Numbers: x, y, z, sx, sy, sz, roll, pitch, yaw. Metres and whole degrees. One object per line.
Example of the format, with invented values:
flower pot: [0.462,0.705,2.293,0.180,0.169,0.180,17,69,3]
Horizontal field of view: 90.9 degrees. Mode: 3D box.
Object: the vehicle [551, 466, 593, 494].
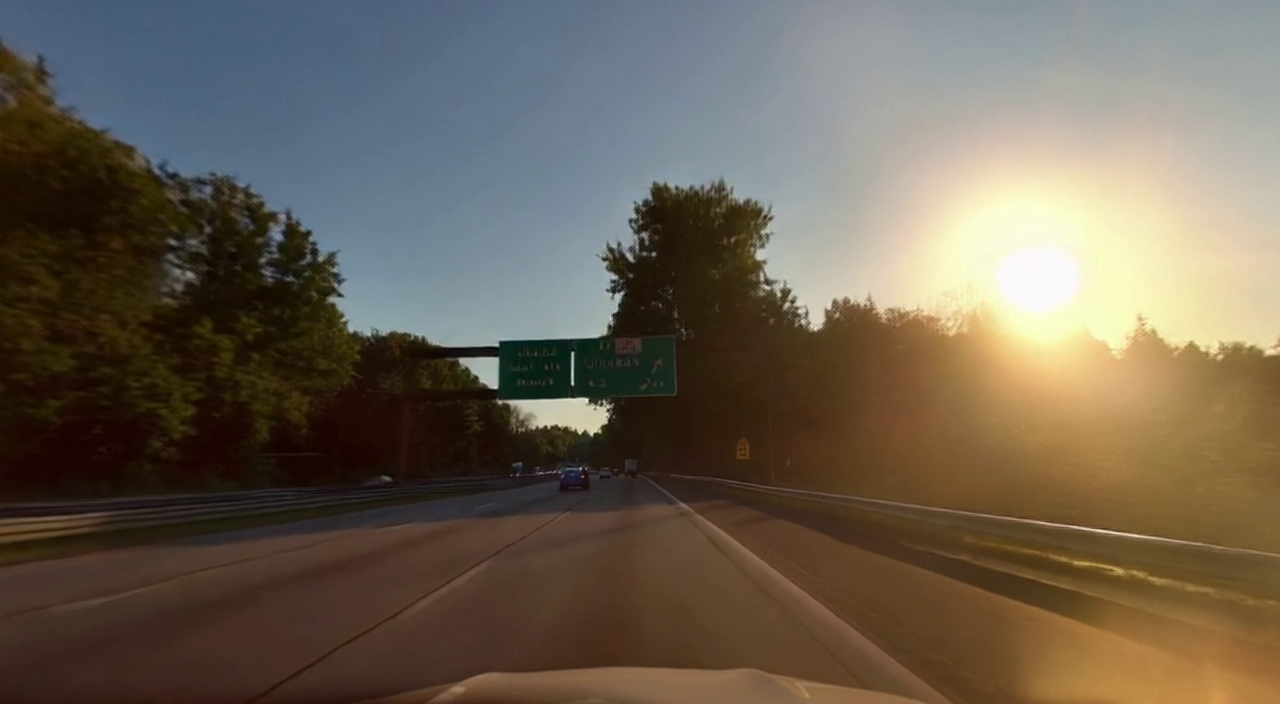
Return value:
vehicle: [-3.938,7.488,37.077,1.954,1.509,4.094,1,-10,1]
